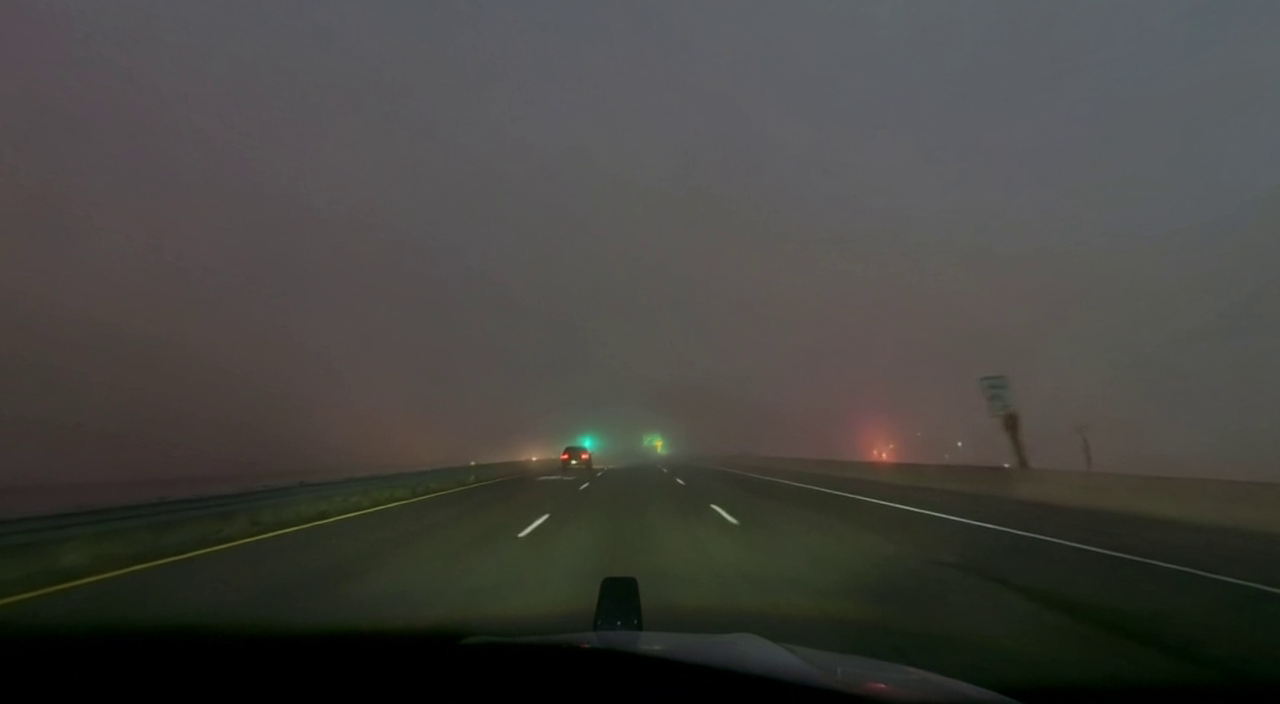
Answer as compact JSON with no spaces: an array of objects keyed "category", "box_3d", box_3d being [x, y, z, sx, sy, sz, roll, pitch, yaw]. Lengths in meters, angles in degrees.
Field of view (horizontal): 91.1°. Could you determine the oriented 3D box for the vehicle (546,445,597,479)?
[{"category":"vehicle","box_3d":[-3.332,5.458,31.481,2.100,1.525,4.179,0,-9,0]}]
